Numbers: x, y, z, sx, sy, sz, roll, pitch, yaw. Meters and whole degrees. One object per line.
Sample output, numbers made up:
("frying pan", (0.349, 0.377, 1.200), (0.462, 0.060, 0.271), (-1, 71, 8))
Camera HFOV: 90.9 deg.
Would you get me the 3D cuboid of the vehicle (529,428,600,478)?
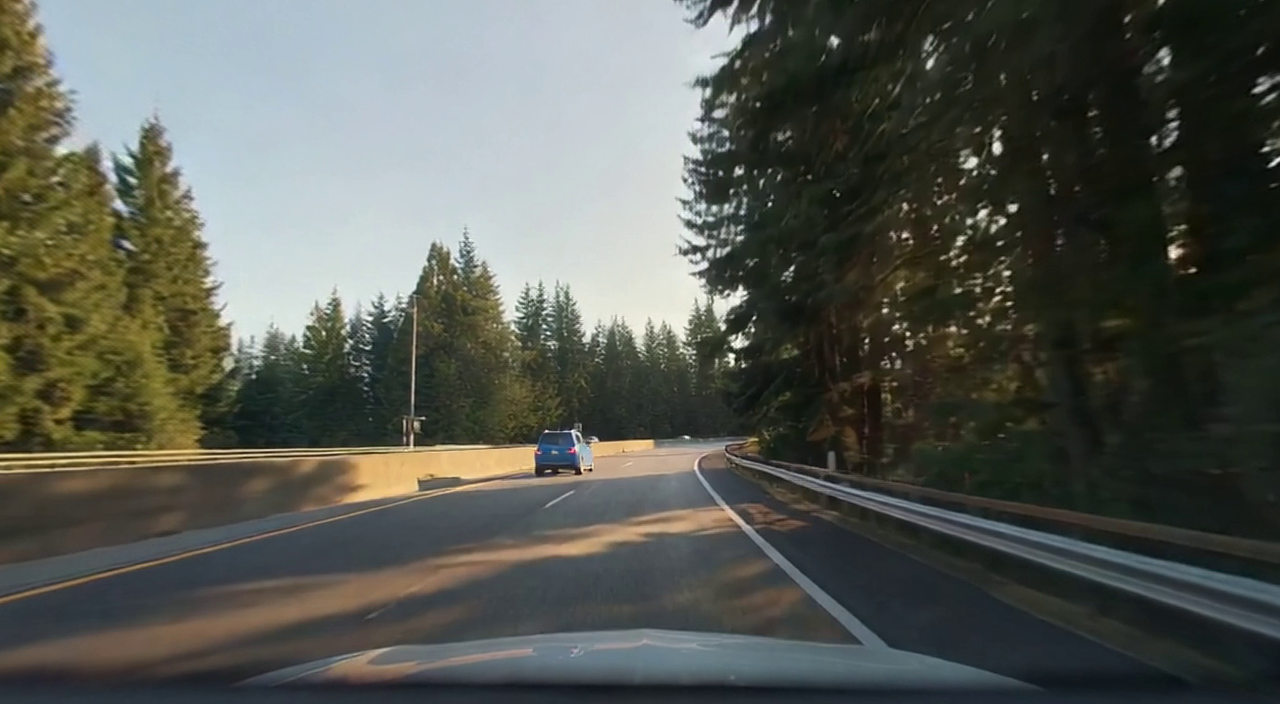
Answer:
("vehicle", (-2.848, 3.936, 24.897), (2.005, 1.752, 4.479), (-1, -8, 4))
